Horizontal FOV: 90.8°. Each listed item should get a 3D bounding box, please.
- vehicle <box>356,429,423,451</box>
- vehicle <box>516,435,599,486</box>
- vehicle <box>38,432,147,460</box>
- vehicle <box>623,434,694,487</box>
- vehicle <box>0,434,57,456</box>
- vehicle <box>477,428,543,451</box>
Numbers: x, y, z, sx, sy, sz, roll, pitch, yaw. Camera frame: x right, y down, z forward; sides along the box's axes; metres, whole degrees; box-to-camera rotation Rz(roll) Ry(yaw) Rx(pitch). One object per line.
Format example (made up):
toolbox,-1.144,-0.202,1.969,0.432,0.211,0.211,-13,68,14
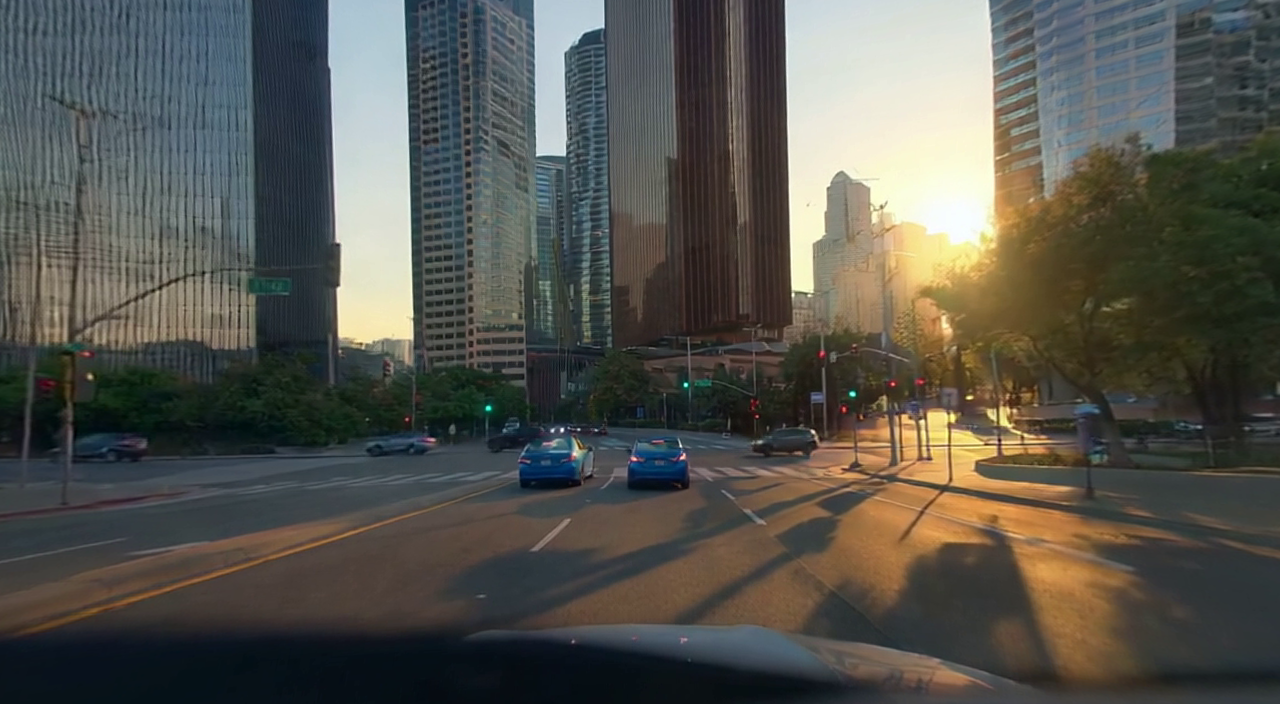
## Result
vehicle,-19.269,6.827,48.780,4.410,1.656,2.302,2,-9,-11
vehicle,-2.584,3.542,20.945,1.995,1.479,4.627,0,-9,2
vehicle,-36.114,6.211,41.788,4.964,1.789,1.941,2,-9,-11
vehicle,0.540,3.353,19.836,2.016,1.478,3.795,0,-9,1
vehicle,-46.425,6.880,46.734,4.314,1.571,1.846,2,-9,-9
vehicle,-9.687,6.578,47.234,4.694,1.677,1.847,2,-9,-10
